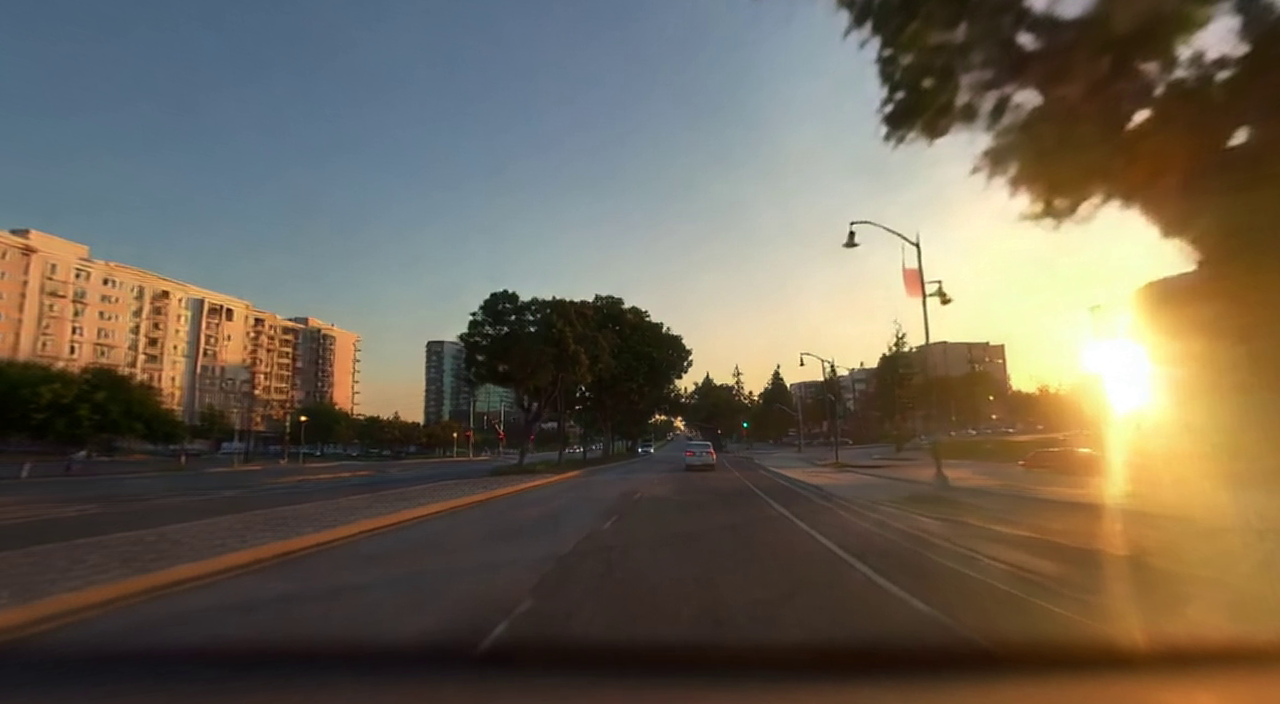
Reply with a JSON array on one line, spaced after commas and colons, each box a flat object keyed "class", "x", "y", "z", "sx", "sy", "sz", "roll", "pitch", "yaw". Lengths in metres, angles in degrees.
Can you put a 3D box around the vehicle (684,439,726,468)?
[{"class": "vehicle", "x": 3.581, "y": 5.682, "z": 35.554, "sx": 2.133, "sy": 1.481, "sz": 4.276, "roll": -1, "pitch": -8, "yaw": 4}]
